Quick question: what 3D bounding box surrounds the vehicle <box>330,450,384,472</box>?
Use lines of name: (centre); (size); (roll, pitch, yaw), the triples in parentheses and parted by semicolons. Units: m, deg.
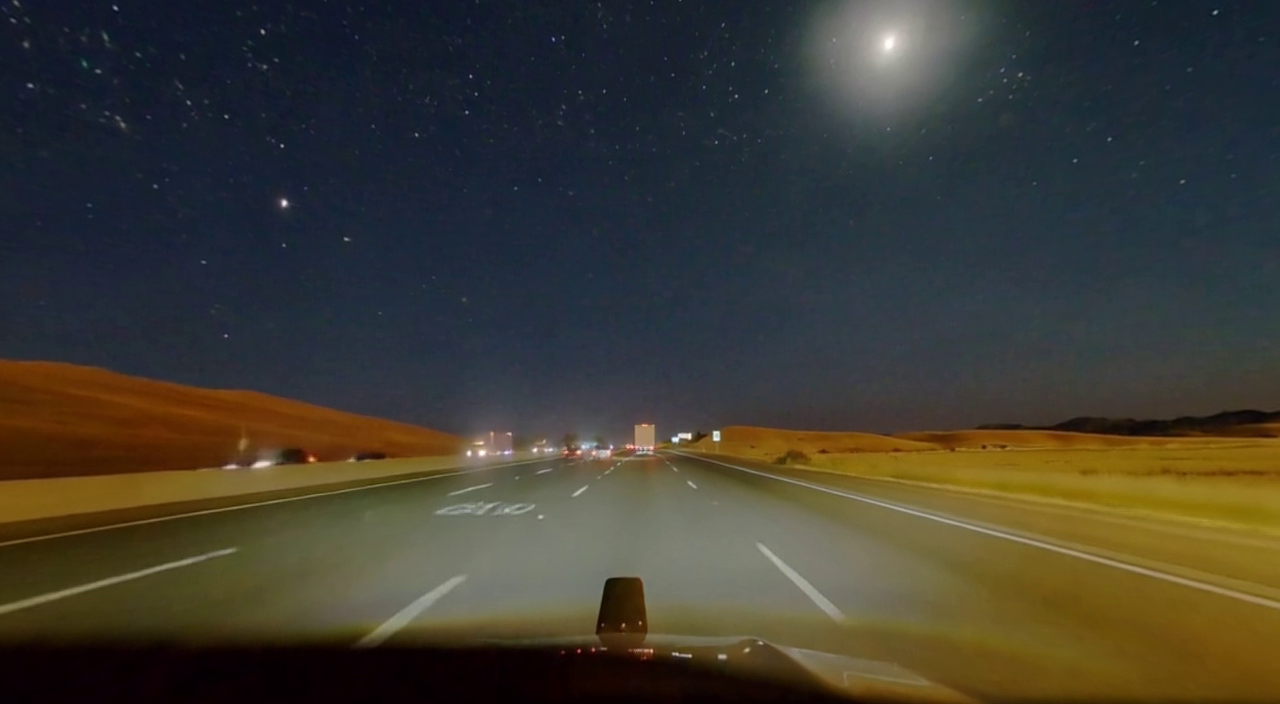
vehicle: (-20.979, 8.088, 46.995); (1.836, 1.438, 4.618); (0, -8, 1)

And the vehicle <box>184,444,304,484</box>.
vehicle: (-17.319, 4.902, 27.964); (2.093, 1.576, 4.894); (0, -8, 1)
